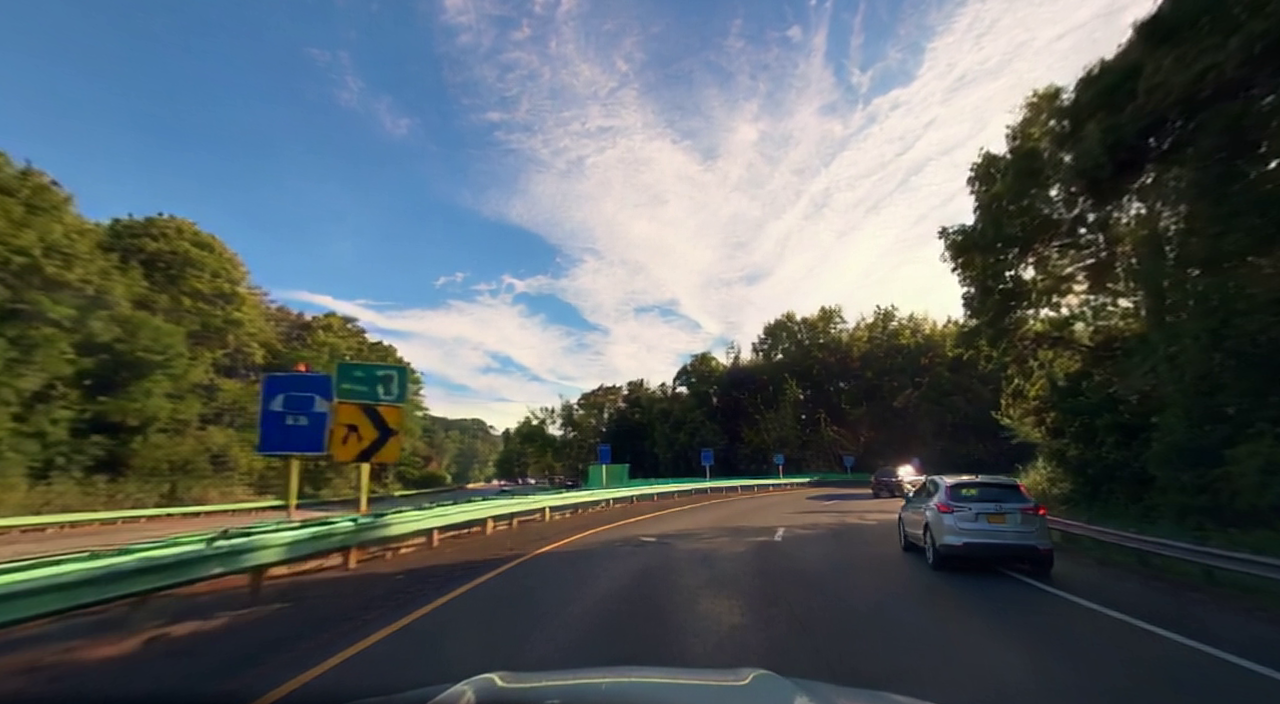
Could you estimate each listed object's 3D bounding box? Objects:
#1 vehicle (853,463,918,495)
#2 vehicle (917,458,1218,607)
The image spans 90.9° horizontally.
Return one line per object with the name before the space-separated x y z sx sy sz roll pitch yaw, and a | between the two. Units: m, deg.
vehicle | 12.719 6.529 32.547 1.992 1.503 3.793 -7 -13 39
vehicle | 5.761 2.424 9.296 2.023 1.593 4.105 -1 -10 9
